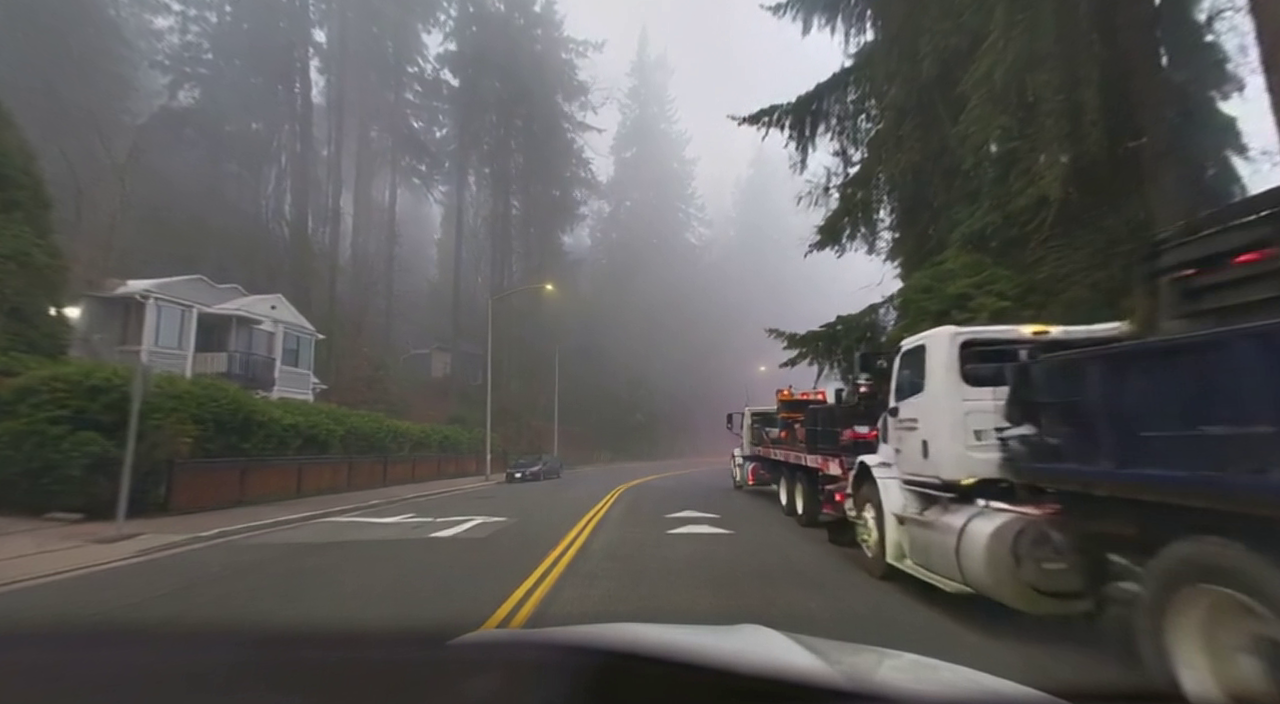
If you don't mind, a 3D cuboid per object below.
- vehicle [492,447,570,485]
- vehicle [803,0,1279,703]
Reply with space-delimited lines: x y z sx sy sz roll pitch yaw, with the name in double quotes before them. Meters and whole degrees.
"vehicle" -4.525 4.787 26.927 1.930 1.487 4.213 -2 -9 10
"vehicle" 3.864 0.325 4.491 3.107 3.379 8.460 -1 -8 0
